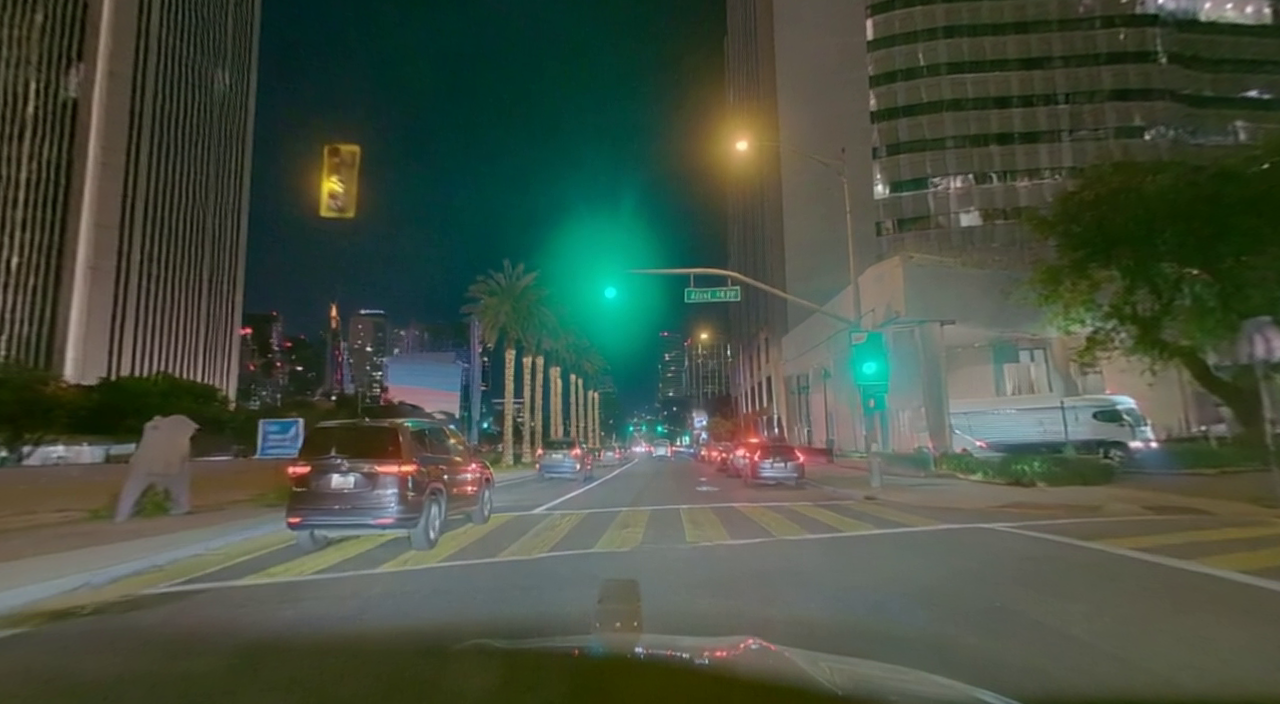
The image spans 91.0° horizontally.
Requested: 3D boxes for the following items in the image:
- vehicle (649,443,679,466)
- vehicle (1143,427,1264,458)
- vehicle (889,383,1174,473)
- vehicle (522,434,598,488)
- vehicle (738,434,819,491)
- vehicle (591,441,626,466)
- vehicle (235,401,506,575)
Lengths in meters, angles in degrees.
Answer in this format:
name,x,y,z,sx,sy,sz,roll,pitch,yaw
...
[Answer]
name,x,y,z,sx,sy,sz,roll,pitch,yaw
vehicle,1.683,7.142,43.898,2.036,1.461,3.890,0,-9,2
vehicle,32.479,5.282,36.441,1.994,1.685,4.655,3,-10,-21
vehicle,17.341,3.703,28.768,10.428,3.452,2.869,-8,-12,39
vehicle,-2.787,3.931,22.972,2.014,1.740,4.392,0,-9,3
vehicle,4.706,3.837,22.164,1.965,1.735,4.835,0,-9,3
vehicle,-2.087,6.867,42.655,1.955,1.637,4.243,0,-9,3
vehicle,-3.281,1.749,8.766,1.800,1.797,4.224,0,-9,1
